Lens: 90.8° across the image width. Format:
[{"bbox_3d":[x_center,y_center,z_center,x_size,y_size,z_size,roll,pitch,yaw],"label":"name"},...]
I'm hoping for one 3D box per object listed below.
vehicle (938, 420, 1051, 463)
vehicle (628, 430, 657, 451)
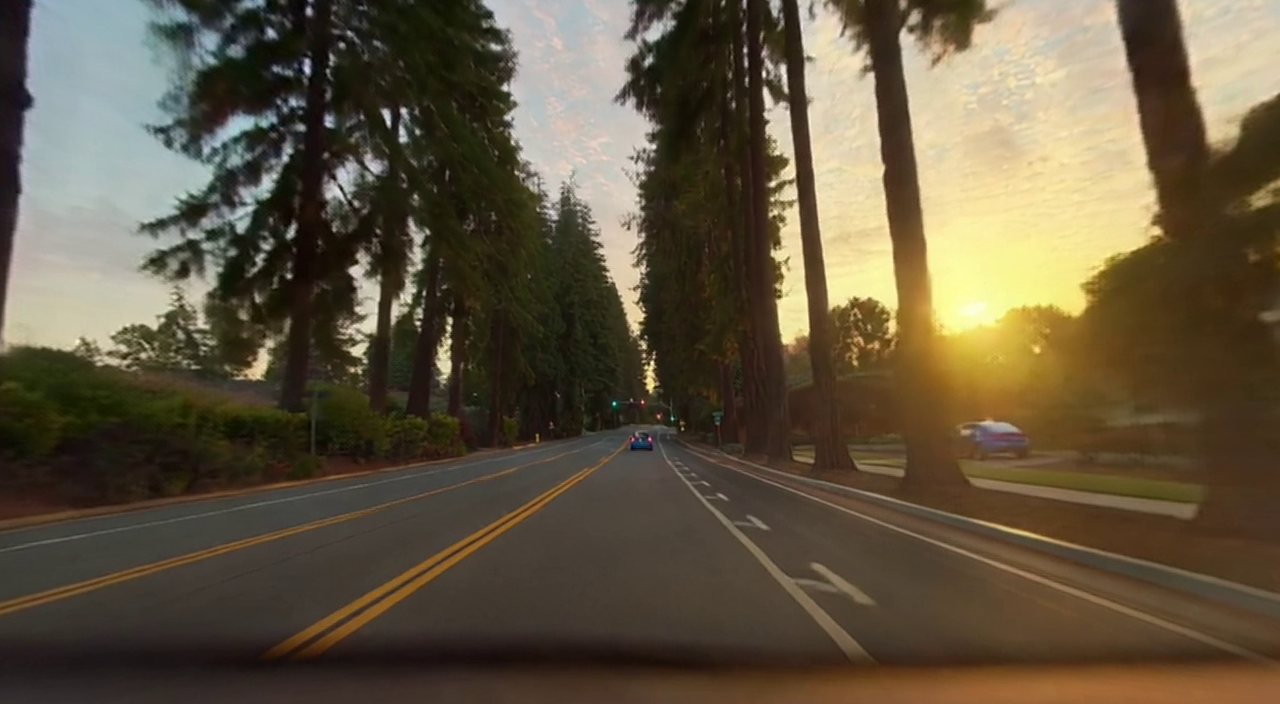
[{"bbox_3d":[13.602,3.484,24.620,1.762,1.479,4.546,0,-8,0],"label":"vehicle"},{"bbox_3d":[0.204,6.624,47.138,2.067,1.486,3.861,0,-9,1],"label":"vehicle"}]
